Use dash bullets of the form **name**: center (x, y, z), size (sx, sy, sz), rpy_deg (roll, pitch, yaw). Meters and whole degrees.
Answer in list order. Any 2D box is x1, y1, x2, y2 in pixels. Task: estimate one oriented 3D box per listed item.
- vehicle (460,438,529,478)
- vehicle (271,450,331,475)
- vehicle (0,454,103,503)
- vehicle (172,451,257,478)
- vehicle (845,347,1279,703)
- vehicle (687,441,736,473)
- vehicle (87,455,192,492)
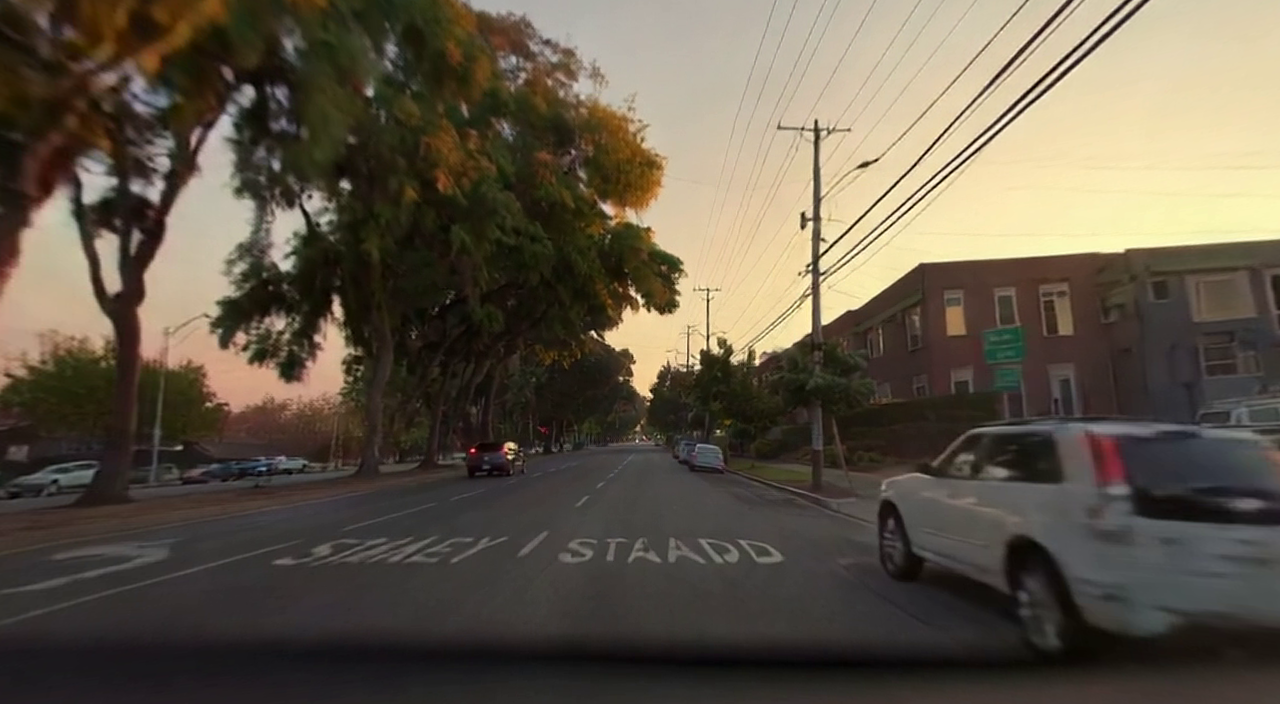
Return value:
- **vehicle**: center (-6.555, 4.815, 28.943), size (2.000, 1.671, 4.497), rpy_deg (0, -8, 1)
- **vehicle**: center (-25.673, 8.369, 47.947), size (1.959, 1.707, 4.481), rpy_deg (0, -8, 1)
- **vehicle**: center (-25.738, 5.328, 26.539), size (2.132, 1.492, 4.734), rpy_deg (-4, -4, 1)
- **vehicle**: center (-25.689, 6.871, 38.265), size (1.935, 1.487, 4.600), rpy_deg (-1, -11, 0)
- **vehicle**: center (3.505, 1.240, 5.291), size (2.104, 1.915, 4.343), rpy_deg (0, -8, 0)
- **vehicle**: center (3.757, 5.601, 33.988), size (2.048, 1.556, 4.753), rpy_deg (0, -8, 0)
- **vehicle**: center (-25.743, 6.248, 32.682), size (1.857, 1.472, 4.422), rpy_deg (-5, -8, 1)
